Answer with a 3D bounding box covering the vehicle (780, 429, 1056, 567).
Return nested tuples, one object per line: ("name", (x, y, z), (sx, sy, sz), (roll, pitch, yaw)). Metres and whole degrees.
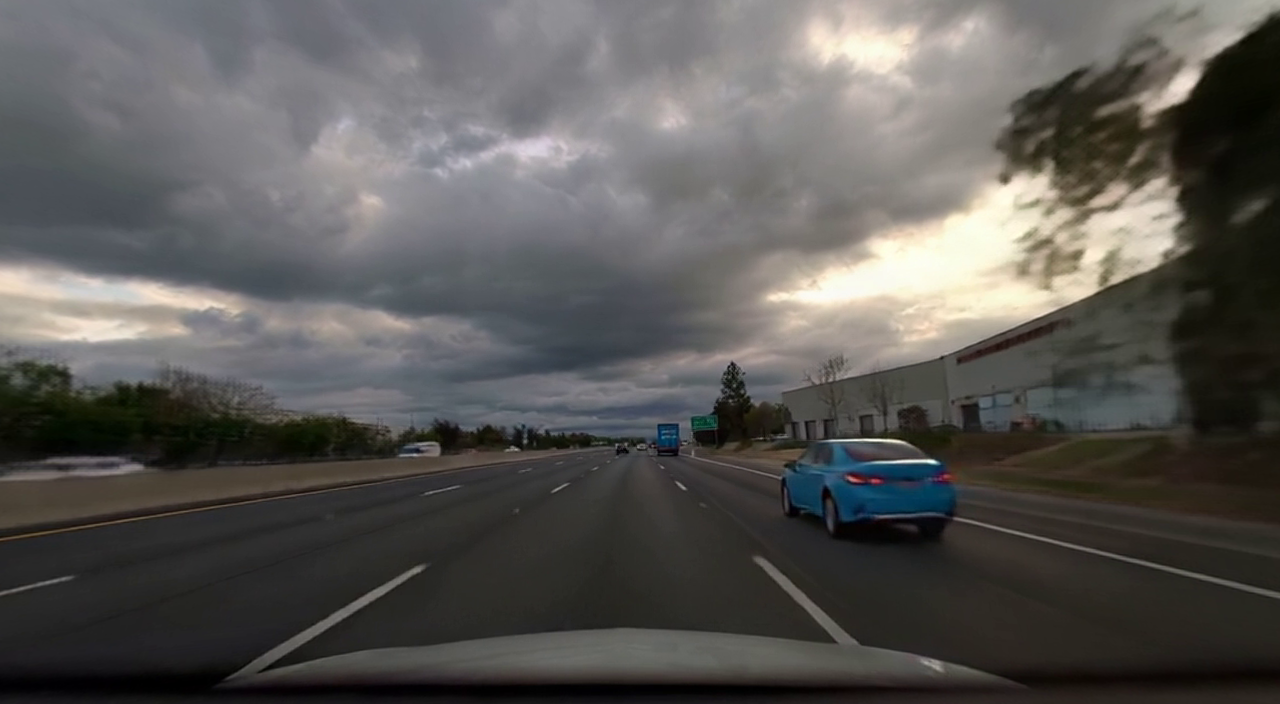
("vehicle", (3.507, 1.902, 8.944), (2.048, 1.482, 3.956), (0, -8, -1))
